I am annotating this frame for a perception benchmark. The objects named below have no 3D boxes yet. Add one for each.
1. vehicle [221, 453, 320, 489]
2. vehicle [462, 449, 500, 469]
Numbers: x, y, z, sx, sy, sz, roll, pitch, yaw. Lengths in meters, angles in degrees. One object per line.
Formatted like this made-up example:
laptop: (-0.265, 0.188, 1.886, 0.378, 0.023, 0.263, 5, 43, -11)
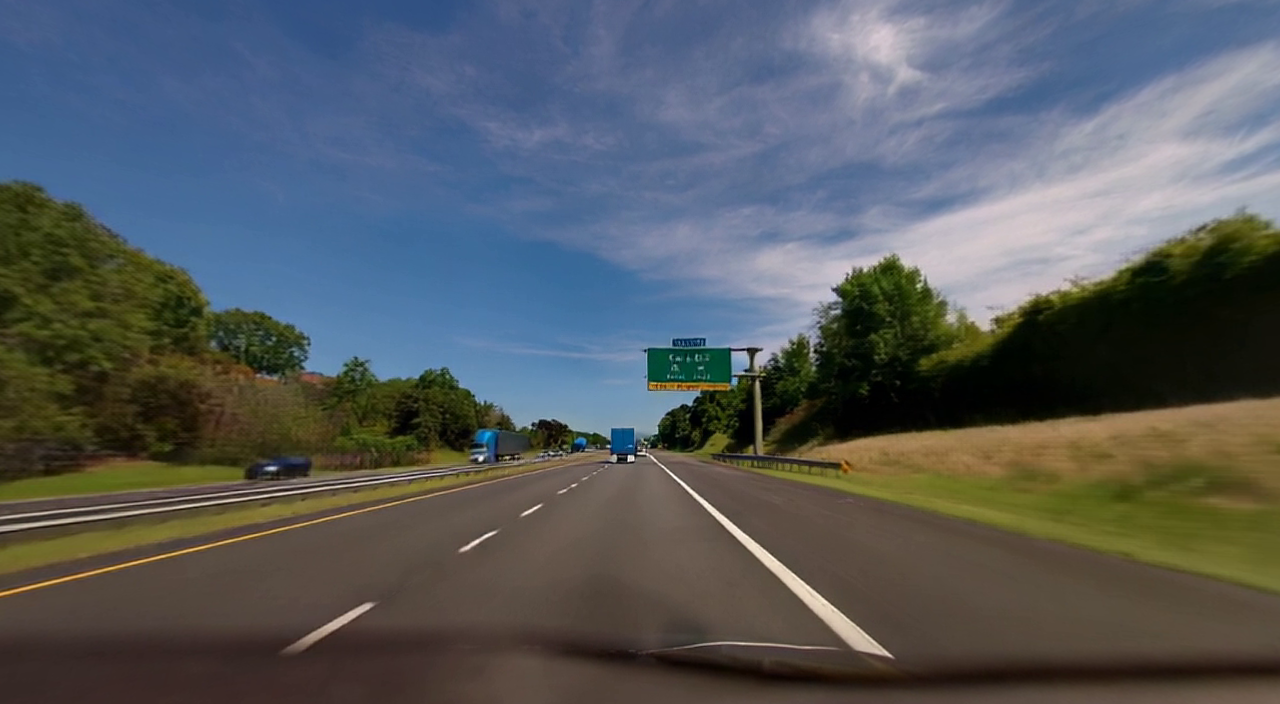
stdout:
vehicle: (-16.327, 5.250, 28.139, 1.895, 1.454, 4.010, 0, -9, 1)
vehicle: (-12.112, 8.192, 48.332, 1.870, 1.446, 4.016, 0, -9, 0)
